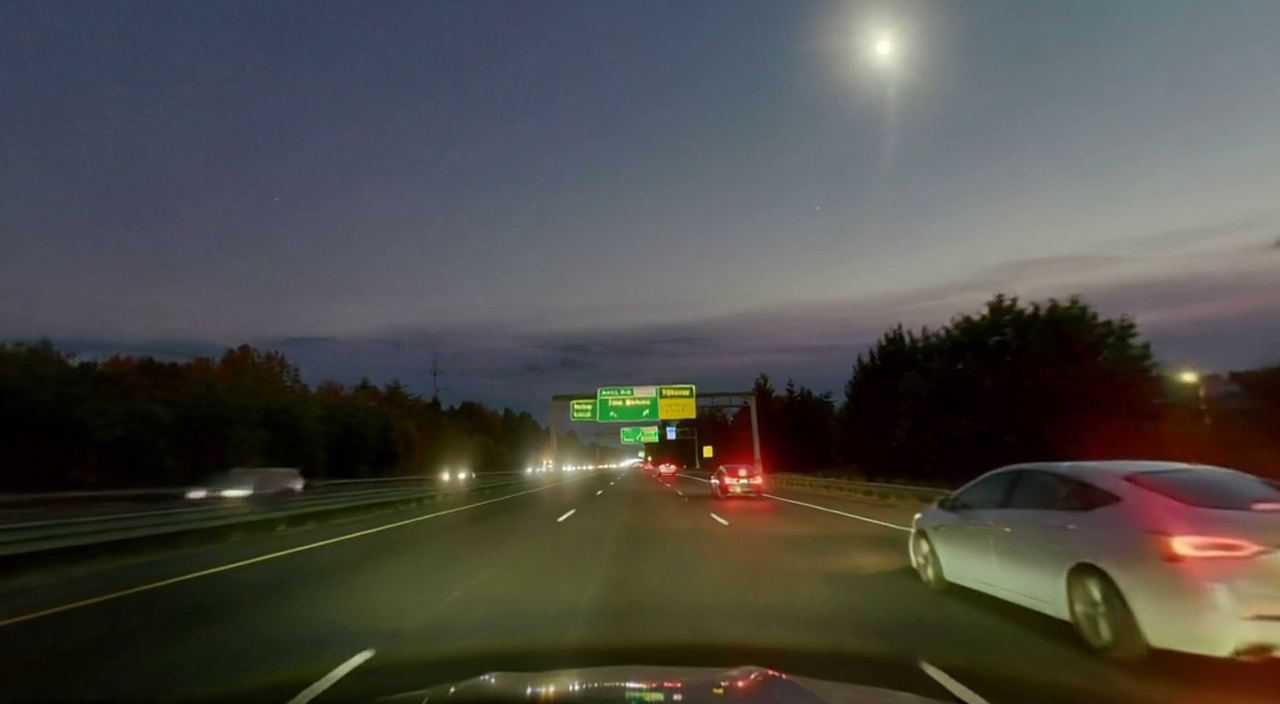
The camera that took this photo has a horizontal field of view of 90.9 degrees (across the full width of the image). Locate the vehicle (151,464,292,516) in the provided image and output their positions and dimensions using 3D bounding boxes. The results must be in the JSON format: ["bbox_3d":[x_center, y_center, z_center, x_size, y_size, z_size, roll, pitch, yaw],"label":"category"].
[{"bbox_3d":[-12.996,4.281,19.858,1.893,1.440,3.550,0,-10,1],"label":"vehicle"}]

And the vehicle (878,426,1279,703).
[{"bbox_3d":[4.070,1.615,5.572,2.010,1.579,4.679,1,-10,-1],"label":"vehicle"}]

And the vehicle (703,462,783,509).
[{"bbox_3d":[3.600,4.802,22.934,2.051,1.472,4.547,1,-10,-1],"label":"vehicle"}]
